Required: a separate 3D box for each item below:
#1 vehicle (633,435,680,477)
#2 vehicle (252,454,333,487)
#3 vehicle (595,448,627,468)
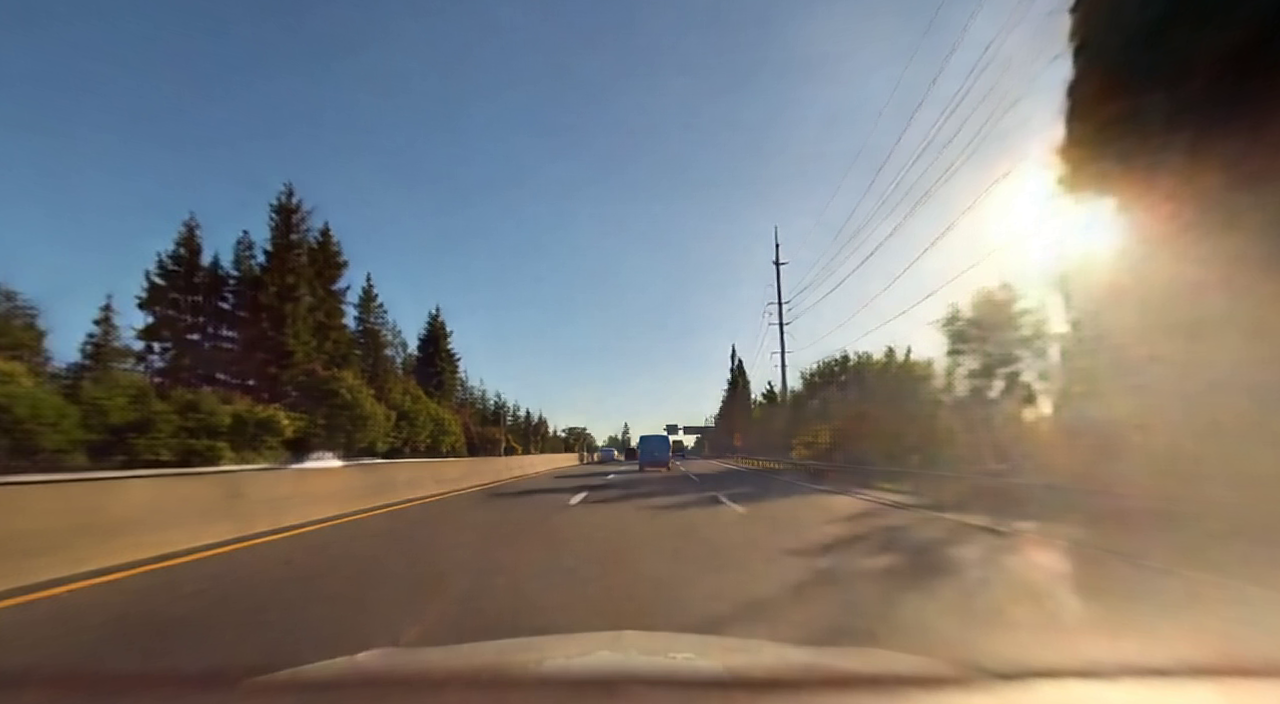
[{"bbox_3d":[0.865,5.397,32.785,2.261,1.969,5.104,-1,-9,2],"label":"vehicle"},{"bbox_3d":[-17.347,5.904,31.710,1.673,1.469,3.993,-1,-9,2],"label":"vehicle"},{"bbox_3d":[-2.185,8.087,48.041,1.996,1.433,4.316,-1,-9,3],"label":"vehicle"}]
